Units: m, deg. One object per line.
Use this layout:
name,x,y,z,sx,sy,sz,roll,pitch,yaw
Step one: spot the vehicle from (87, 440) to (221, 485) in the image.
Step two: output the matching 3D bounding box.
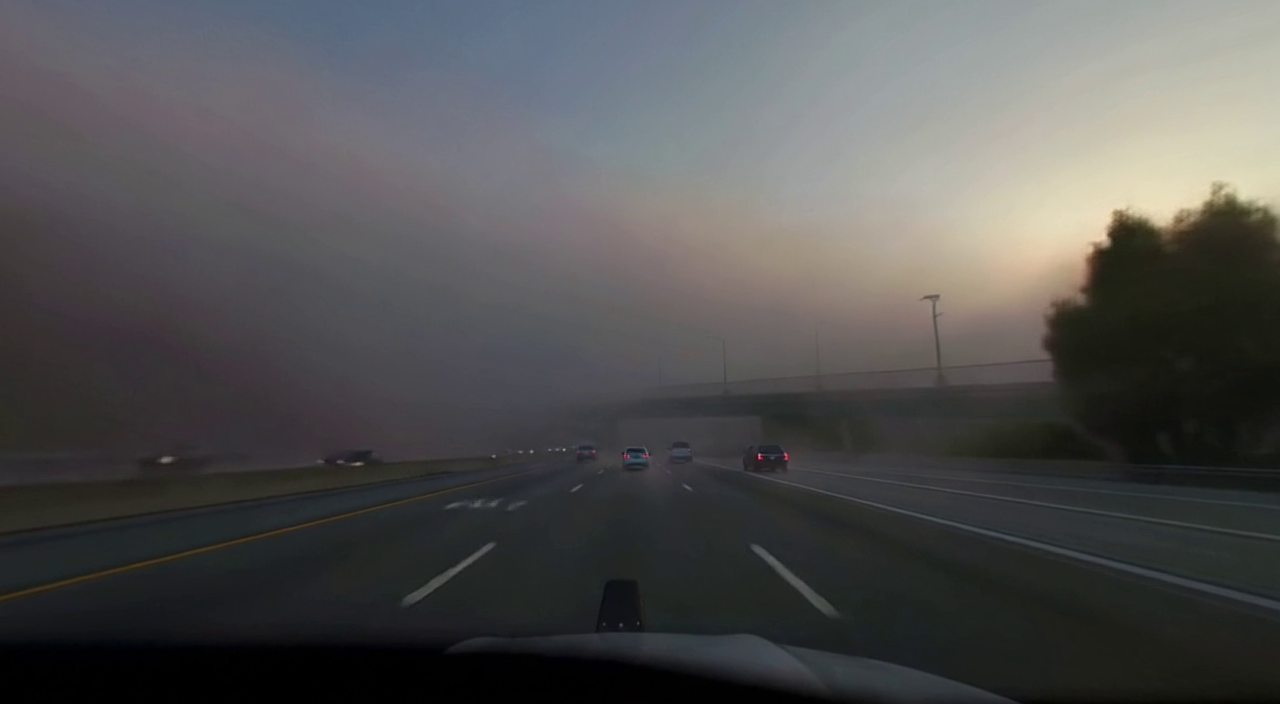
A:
vehicle,-24.936,5.660,32.814,2.315,2.102,5.833,0,-9,0

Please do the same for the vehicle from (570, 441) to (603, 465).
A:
vehicle,-4.116,7.848,49.025,2.113,1.756,4.471,0,-9,0

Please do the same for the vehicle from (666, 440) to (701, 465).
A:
vehicle,3.274,7.759,48.769,2.177,1.831,4.766,0,-9,-2

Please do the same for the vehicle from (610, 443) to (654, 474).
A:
vehicle,-0.389,5.457,32.528,2.075,1.486,4.007,0,-9,0

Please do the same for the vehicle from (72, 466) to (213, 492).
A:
vehicle,-24.962,6.397,32.066,2.739,0.977,5.545,0,-9,0

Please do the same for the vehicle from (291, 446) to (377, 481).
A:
vehicle,-14.418,5.237,30.071,1.860,1.515,4.407,0,-9,0

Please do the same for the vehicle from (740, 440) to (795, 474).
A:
vehicle,6.534,5.426,32.739,1.936,1.625,3.991,0,-9,-1

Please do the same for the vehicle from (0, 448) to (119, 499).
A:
vehicle,-24.856,4.858,25.706,2.169,1.903,5.953,0,-9,0
